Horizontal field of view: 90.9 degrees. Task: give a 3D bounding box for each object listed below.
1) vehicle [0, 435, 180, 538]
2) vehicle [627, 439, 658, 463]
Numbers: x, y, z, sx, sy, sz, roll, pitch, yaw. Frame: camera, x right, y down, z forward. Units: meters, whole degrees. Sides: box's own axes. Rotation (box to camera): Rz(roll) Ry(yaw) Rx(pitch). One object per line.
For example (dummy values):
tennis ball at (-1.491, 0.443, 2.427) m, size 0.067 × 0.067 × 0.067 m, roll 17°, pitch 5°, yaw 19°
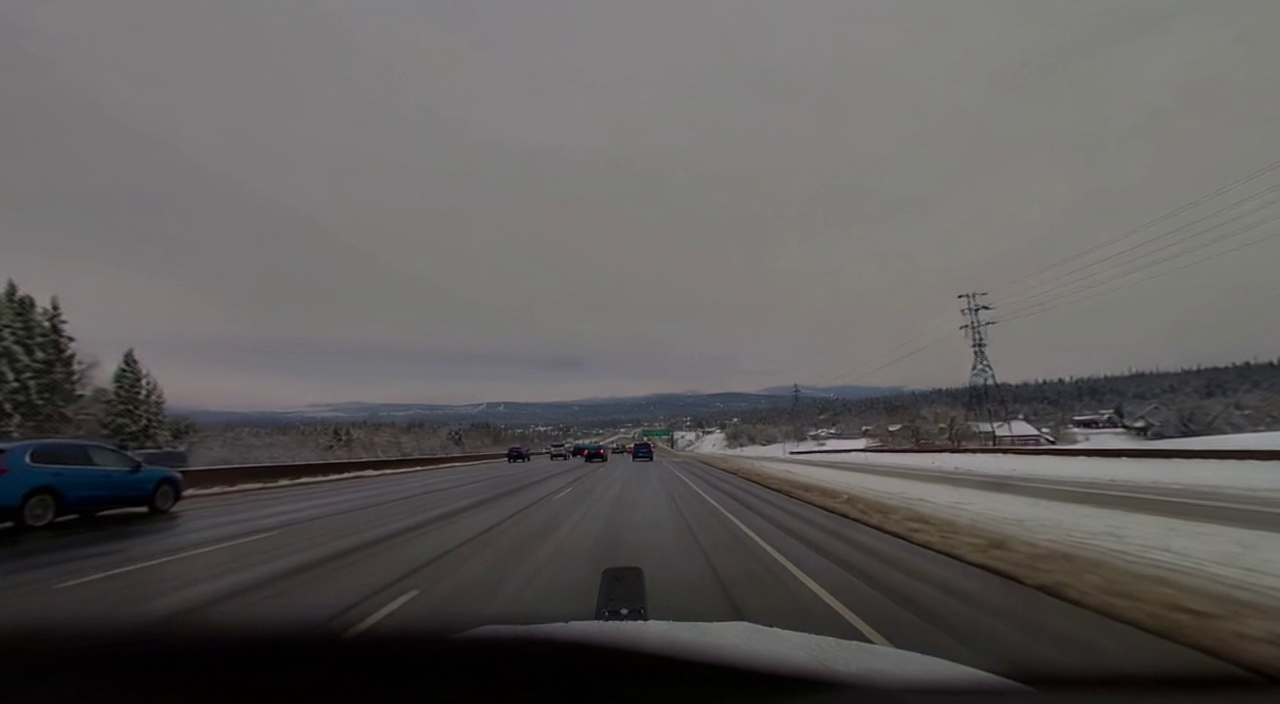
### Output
vehicle at (-11.313, 2.447, 11.989) m, size 2.005 × 1.649 × 4.022 m, roll -1°, pitch -8°, yaw 1°
vehicle at (0.161, 7.569, 48.166) m, size 2.194 × 1.737 × 4.127 m, roll 0°, pitch -8°, yaw -1°
